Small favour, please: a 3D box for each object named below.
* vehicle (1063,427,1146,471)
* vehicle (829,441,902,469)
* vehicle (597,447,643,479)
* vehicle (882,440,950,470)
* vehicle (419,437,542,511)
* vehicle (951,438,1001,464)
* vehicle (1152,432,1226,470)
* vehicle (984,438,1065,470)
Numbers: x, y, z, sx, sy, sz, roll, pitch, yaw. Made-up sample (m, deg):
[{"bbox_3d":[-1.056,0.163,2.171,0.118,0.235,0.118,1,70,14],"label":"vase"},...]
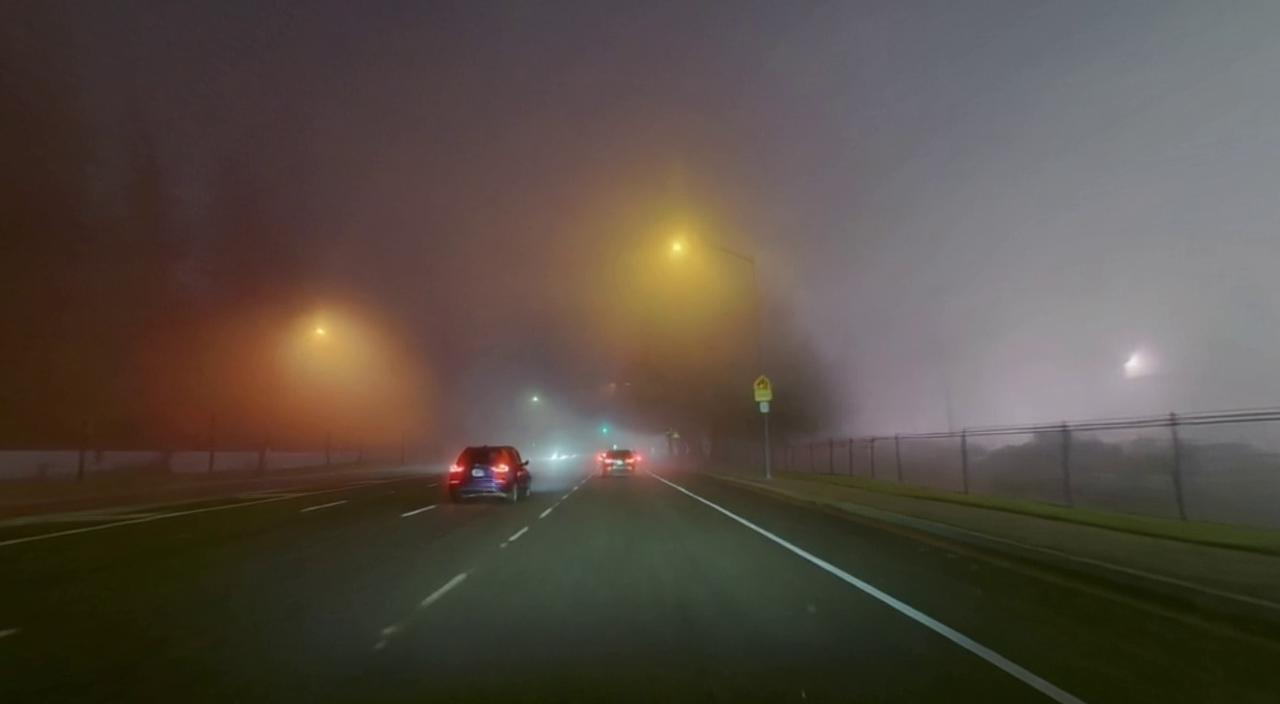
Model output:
[{"bbox_3d":[20.646,4.281,28.001,2.062,1.703,4.661,-13,-14,43],"label":"vehicle"},{"bbox_3d":[12.757,5.732,35.531,2.041,1.459,4.830,-8,-11,42],"label":"vehicle"},{"bbox_3d":[-1.010,5.477,31.484,2.147,1.474,4.083,0,-8,-2],"label":"vehicle"},{"bbox_3d":[14.453,5.345,32.956,2.131,1.437,4.325,-7,-11,38],"label":"vehicle"},{"bbox_3d":[-4.021,3.140,16.821,2.105,1.676,4.541,0,-8,0],"label":"vehicle"},{"bbox_3d":[24.107,7.032,45.294,1.975,1.729,4.534,-6,-10,42],"label":"vehicle"},{"bbox_3d":[22.602,4.041,25.939,1.934,1.423,4.008,-8,-12,43],"label":"vehicle"},{"bbox_3d":[18.136,4.757,29.695,4.562,1.392,2.048,8,-12,-44],"label":"vehicle"}]
